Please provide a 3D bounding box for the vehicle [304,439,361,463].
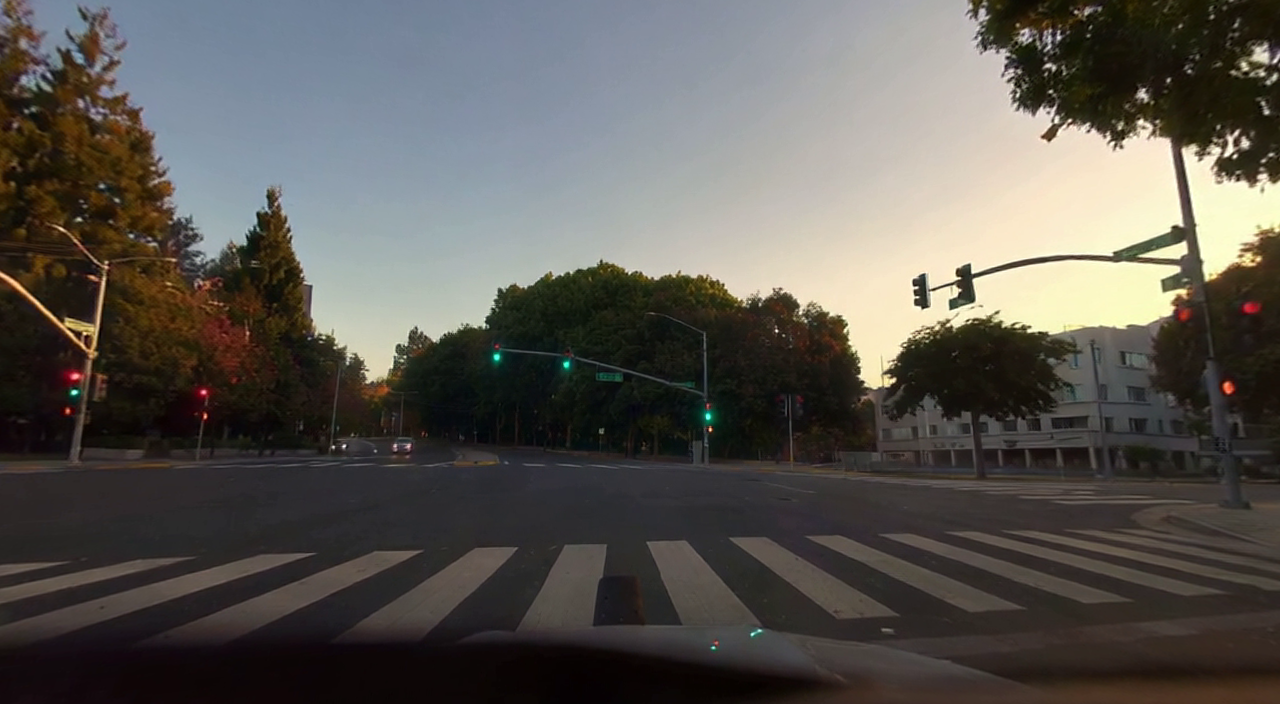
[{"bbox_3d":[-19.769,6.392,40.786,1.918,1.432,4.433,1,-9,-7],"label":"vehicle"}]
